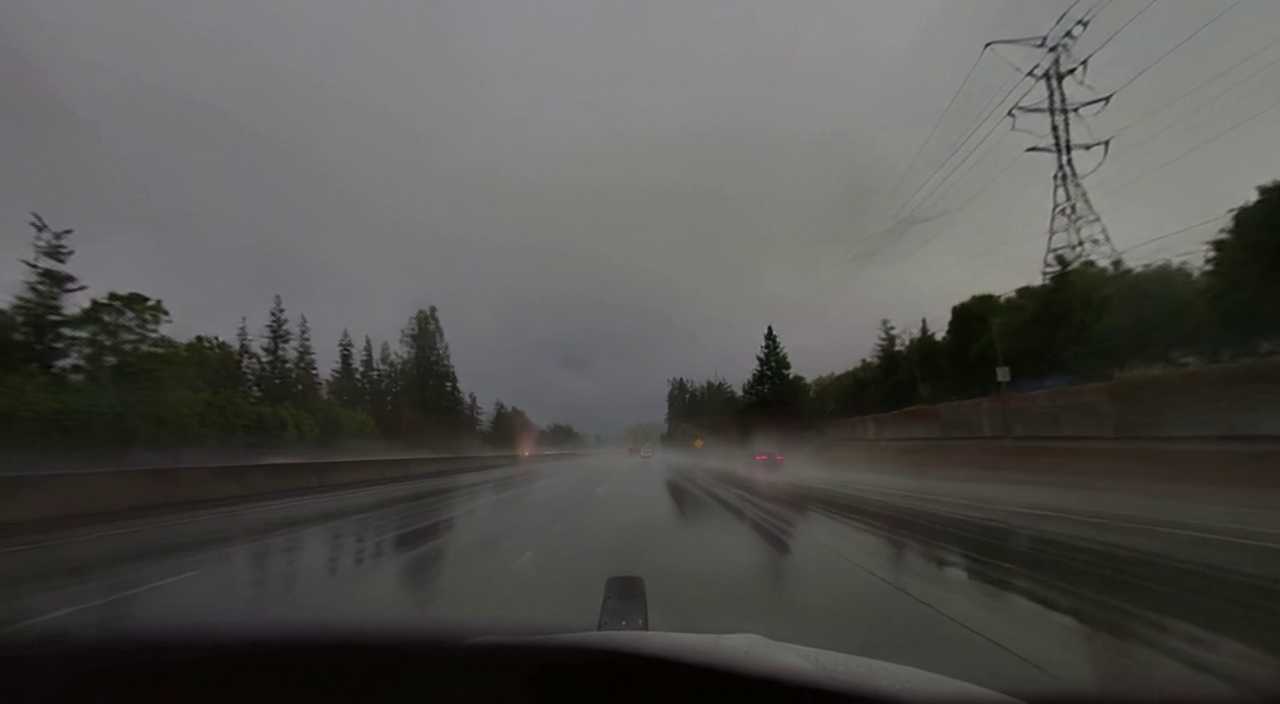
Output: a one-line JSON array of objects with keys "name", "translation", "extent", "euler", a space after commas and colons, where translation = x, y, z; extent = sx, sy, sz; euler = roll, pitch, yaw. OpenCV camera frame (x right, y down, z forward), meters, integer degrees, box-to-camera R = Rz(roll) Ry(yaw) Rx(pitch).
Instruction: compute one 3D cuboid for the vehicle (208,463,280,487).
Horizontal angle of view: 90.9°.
[{"name": "vehicle", "translation": [-28.417, 8.831, 45.502], "extent": [1.908, 1.537, 4.709], "euler": [-1, -8, 4]}]
